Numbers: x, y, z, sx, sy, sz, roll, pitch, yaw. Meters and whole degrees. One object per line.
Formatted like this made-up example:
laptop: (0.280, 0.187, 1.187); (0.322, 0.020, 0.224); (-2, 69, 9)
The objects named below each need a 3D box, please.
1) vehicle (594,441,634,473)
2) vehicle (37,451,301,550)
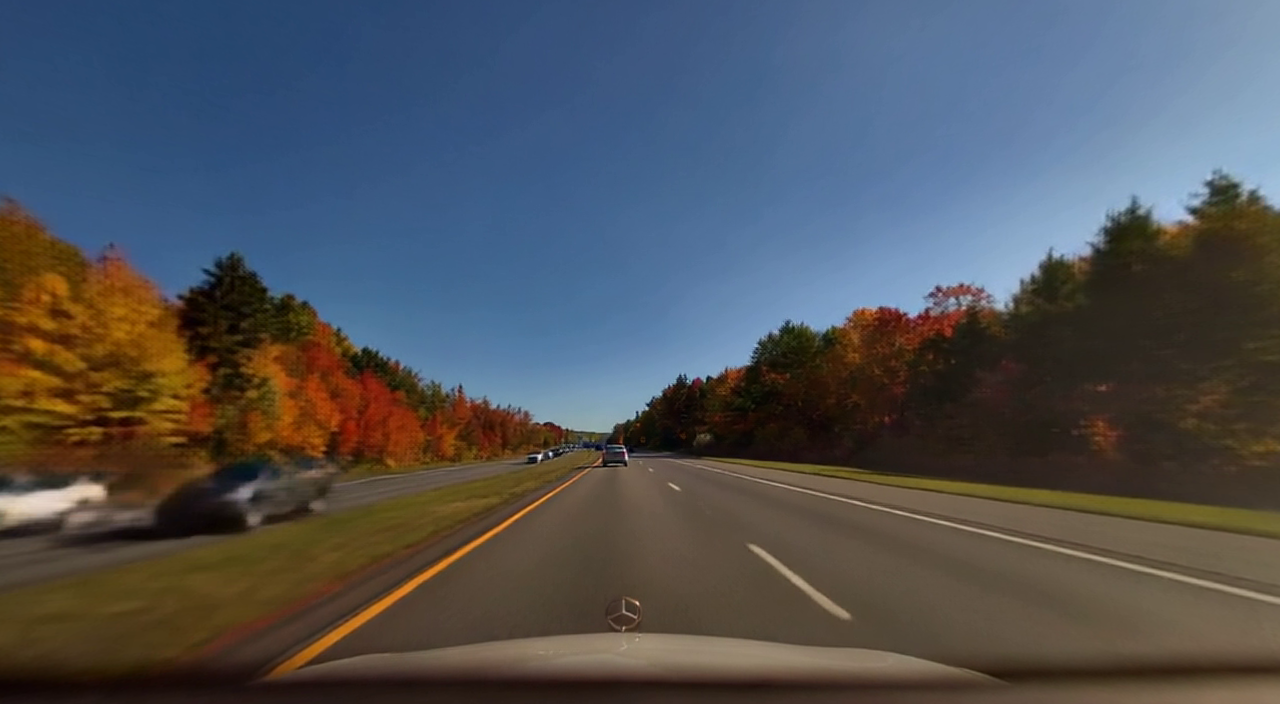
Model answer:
vehicle: (-1.498, 6.032, 36.218); (2.168, 1.705, 4.272); (0, -9, -2)
vehicle: (-9.251, 2.889, 12.949); (2.076, 1.635, 4.399); (0, -9, -2)
